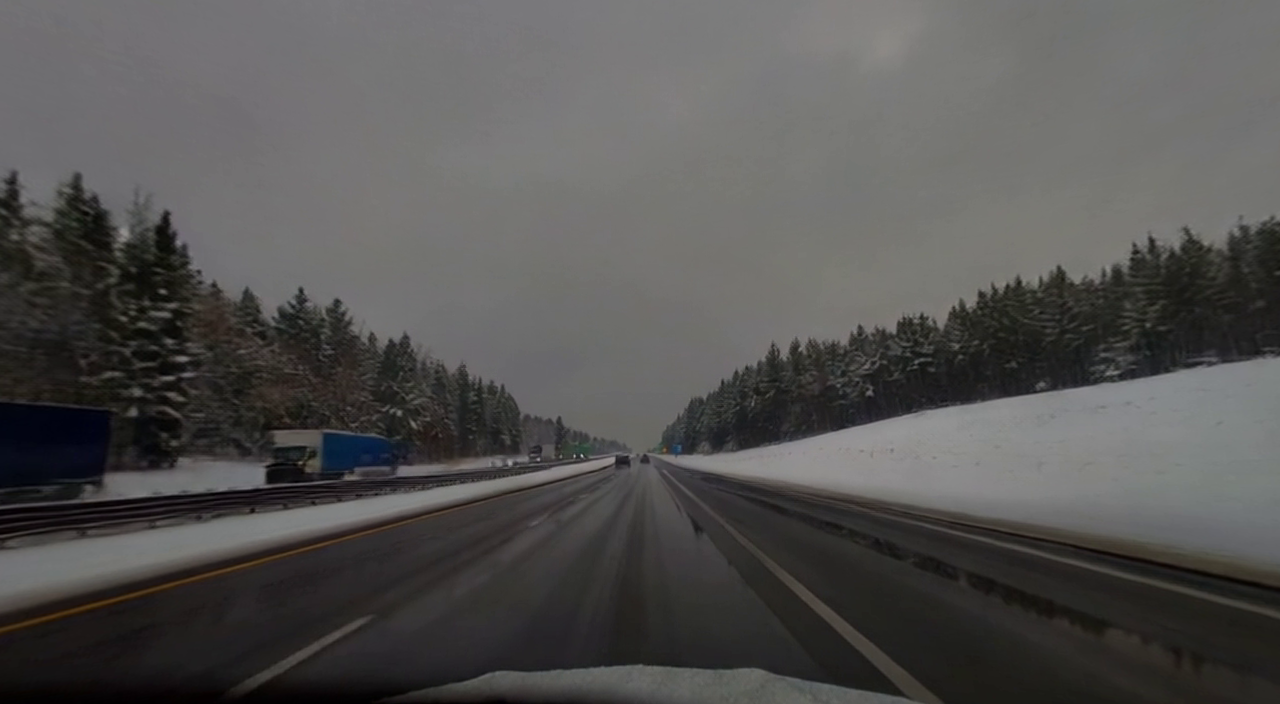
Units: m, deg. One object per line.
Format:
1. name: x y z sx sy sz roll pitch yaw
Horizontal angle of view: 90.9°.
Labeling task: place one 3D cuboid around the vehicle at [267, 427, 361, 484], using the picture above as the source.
1. vehicle: -22.133 7.074 43.237 2.990 3.635 6.002 0 -9 2
